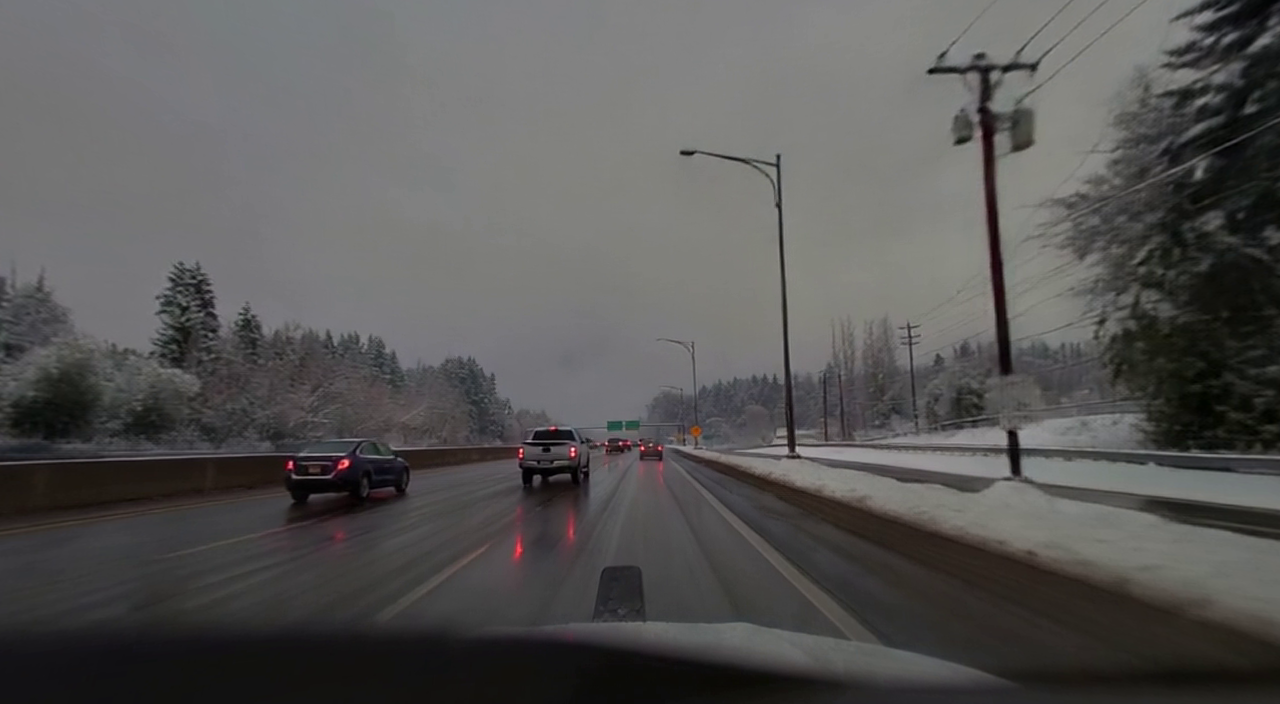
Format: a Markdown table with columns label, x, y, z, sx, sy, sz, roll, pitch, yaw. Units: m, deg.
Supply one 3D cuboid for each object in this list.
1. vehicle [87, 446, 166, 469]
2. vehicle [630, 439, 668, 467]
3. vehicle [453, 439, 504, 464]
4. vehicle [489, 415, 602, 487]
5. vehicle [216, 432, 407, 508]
| label | x | y | z | sx | sy | sz | roll | pitch | yaw |
| --- | --- | --- | --- | --- | --- | --- | --- | --- | --- |
| vehicle | -35.726 | 7.307 | 43.815 | 1.845 | 1.466 | 4.385 | 0 | -8 | -1 |
| vehicle | 0.506 | 5.624 | 35.275 | 2.013 | 1.444 | 4.447 | 0 | -8 | 1 |
| vehicle | -10.275 | 6.349 | 40.273 | 1.915 | 1.472 | 4.502 | 0 | -8 | 2 |
| vehicle | -2.969 | 3.389 | 21.691 | 2.815 | 2.092 | 6.526 | 0 | -8 | 1 |
| vehicle | -7.287 | 2.641 | 14.583 | 1.964 | 1.481 | 4.425 | 0 | -8 | 1 |
